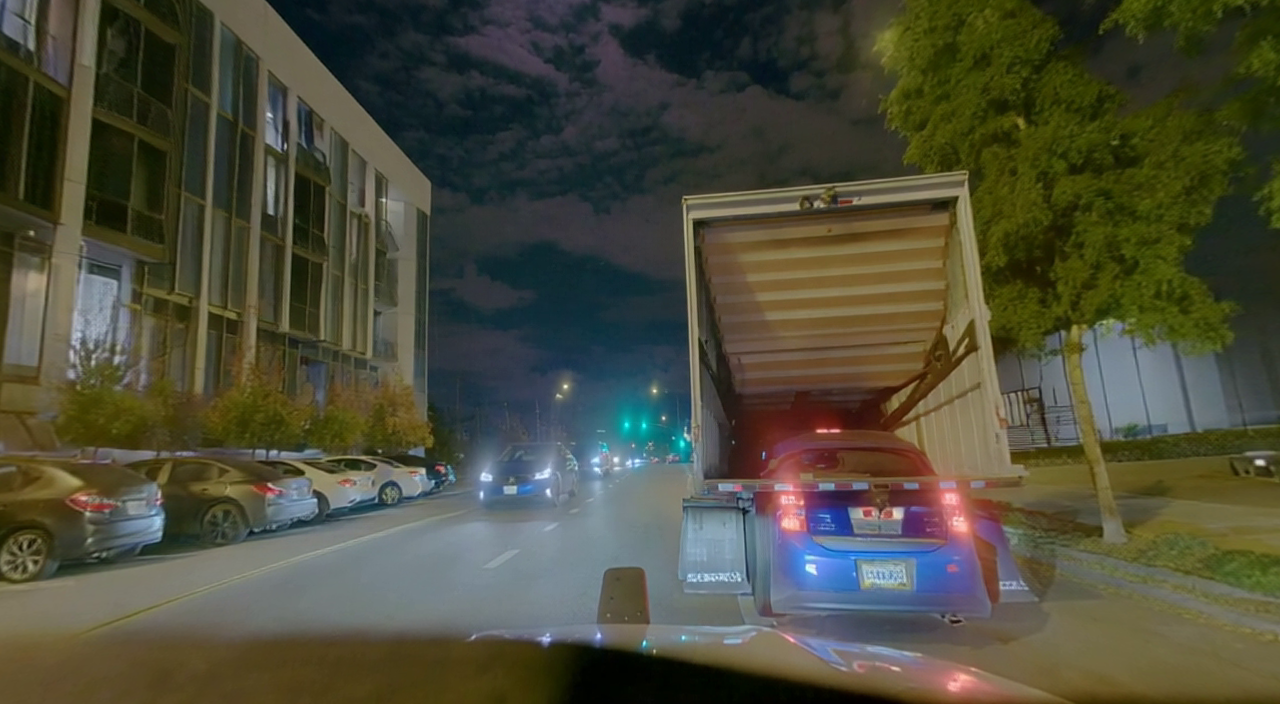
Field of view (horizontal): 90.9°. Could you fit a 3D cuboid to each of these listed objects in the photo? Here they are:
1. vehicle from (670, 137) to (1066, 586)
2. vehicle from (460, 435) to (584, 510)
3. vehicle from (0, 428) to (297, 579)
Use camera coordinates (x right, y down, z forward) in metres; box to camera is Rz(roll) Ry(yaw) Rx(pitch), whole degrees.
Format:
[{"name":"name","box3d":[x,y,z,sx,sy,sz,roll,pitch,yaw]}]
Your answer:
[{"name":"vehicle","box3d":[2.534,0.833,11.457,3.320,4.034,11.553,-1,-8,6]},{"name":"vehicle","box3d":[-2.658,2.832,15.337,2.183,1.563,4.257,0,-8,0]},{"name":"vehicle","box3d":[-8.153,2.087,9.234,5.022,1.872,2.137,7,-11,-41]}]
